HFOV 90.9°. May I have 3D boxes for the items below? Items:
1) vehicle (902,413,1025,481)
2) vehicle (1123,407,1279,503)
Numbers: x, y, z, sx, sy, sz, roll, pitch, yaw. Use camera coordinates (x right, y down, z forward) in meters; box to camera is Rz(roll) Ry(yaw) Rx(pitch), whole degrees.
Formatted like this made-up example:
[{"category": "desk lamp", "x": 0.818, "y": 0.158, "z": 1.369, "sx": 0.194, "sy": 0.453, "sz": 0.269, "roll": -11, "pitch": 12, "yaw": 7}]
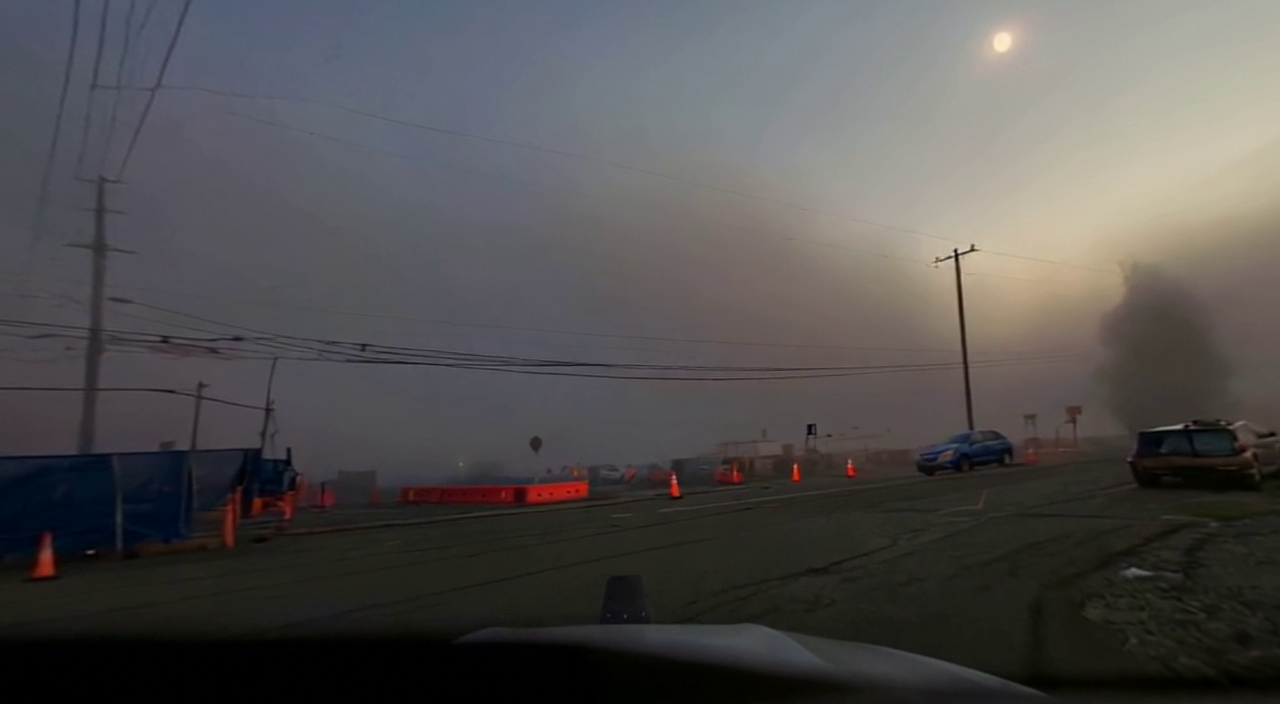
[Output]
[{"category": "vehicle", "x": 17.495, "y": 5.100, "z": 33.818, "sx": 8.300, "sy": 3.218, "sz": 2.790, "roll": 8, "pitch": -13, "yaw": -41}, {"category": "vehicle", "x": 13.701, "y": 2.419, "z": 15.060, "sx": 4.781, "sy": 1.897, "sz": 2.447, "roll": 8, "pitch": -12, "yaw": -42}]
